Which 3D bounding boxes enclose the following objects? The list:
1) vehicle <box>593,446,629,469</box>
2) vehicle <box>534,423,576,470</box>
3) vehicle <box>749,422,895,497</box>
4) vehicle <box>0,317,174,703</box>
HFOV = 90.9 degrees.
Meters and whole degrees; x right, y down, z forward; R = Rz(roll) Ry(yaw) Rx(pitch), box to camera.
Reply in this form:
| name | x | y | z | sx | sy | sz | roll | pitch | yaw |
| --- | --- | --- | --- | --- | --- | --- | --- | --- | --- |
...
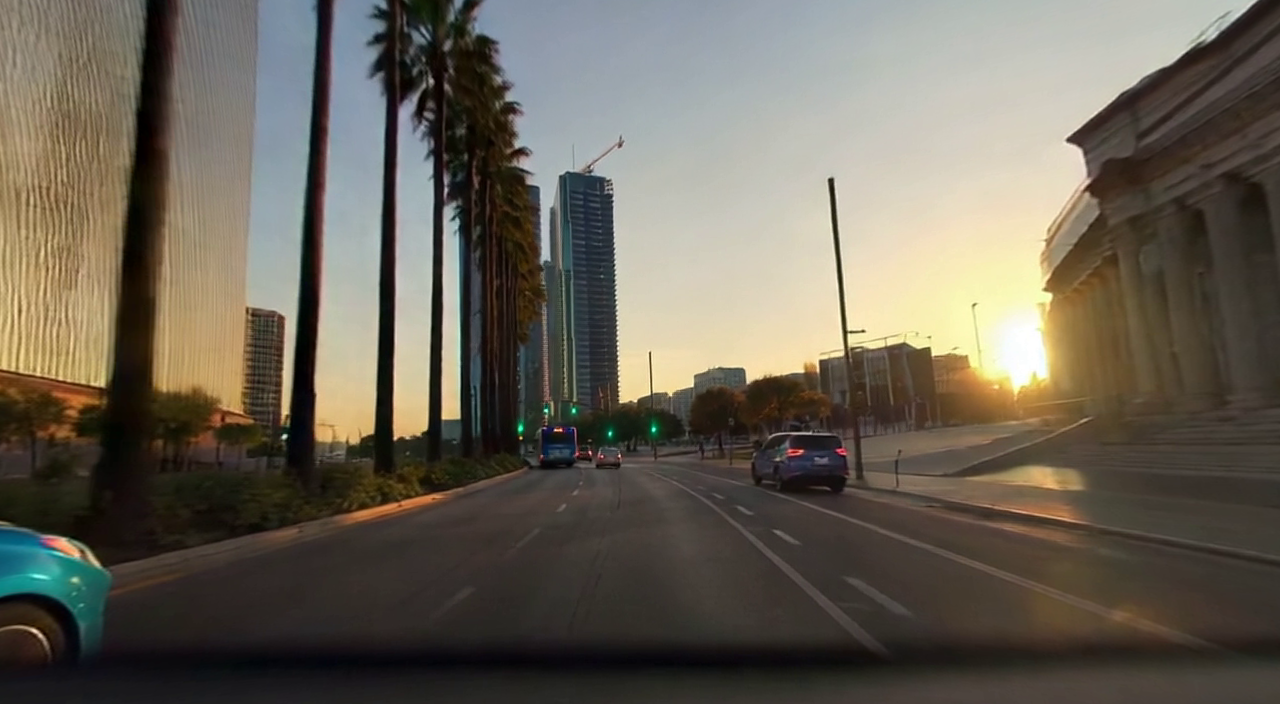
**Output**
| name | x | y | z | sx | sy | sz | roll | pitch | yaw |
| --- | --- | --- | --- | --- | --- | --- | --- | --- | --- |
| vehicle | -2.064 | 7.339 | 44.016 | 2.107 | 1.481 | 4.097 | 1 | -9 | -8 |
| vehicle | -6.162 | 6.936 | 46.126 | 2.678 | 3.042 | 8.474 | 1 | -9 | -7 |
| vehicle | 5.017 | 3.097 | 18.458 | 2.212 | 1.854 | 5.419 | 0 | -9 | -5 |
| vehicle | -3.592 | 0.549 | 0.936 | 2.120 | 1.826 | 4.737 | 0 | -9 | 0 |
